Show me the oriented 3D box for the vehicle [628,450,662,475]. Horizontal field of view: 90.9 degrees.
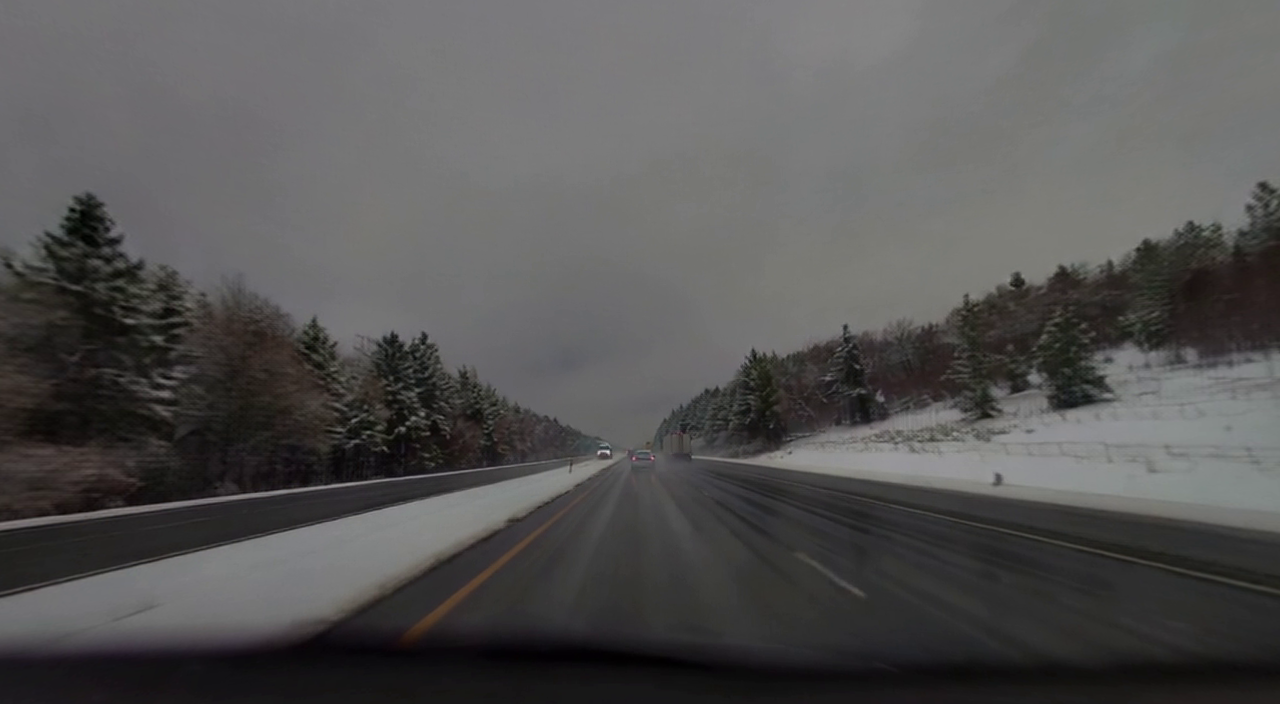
[{"bbox_3d":[0.289,6.487,37.272,1.926,1.386,3.615,0,-9,0],"label":"vehicle"}]
